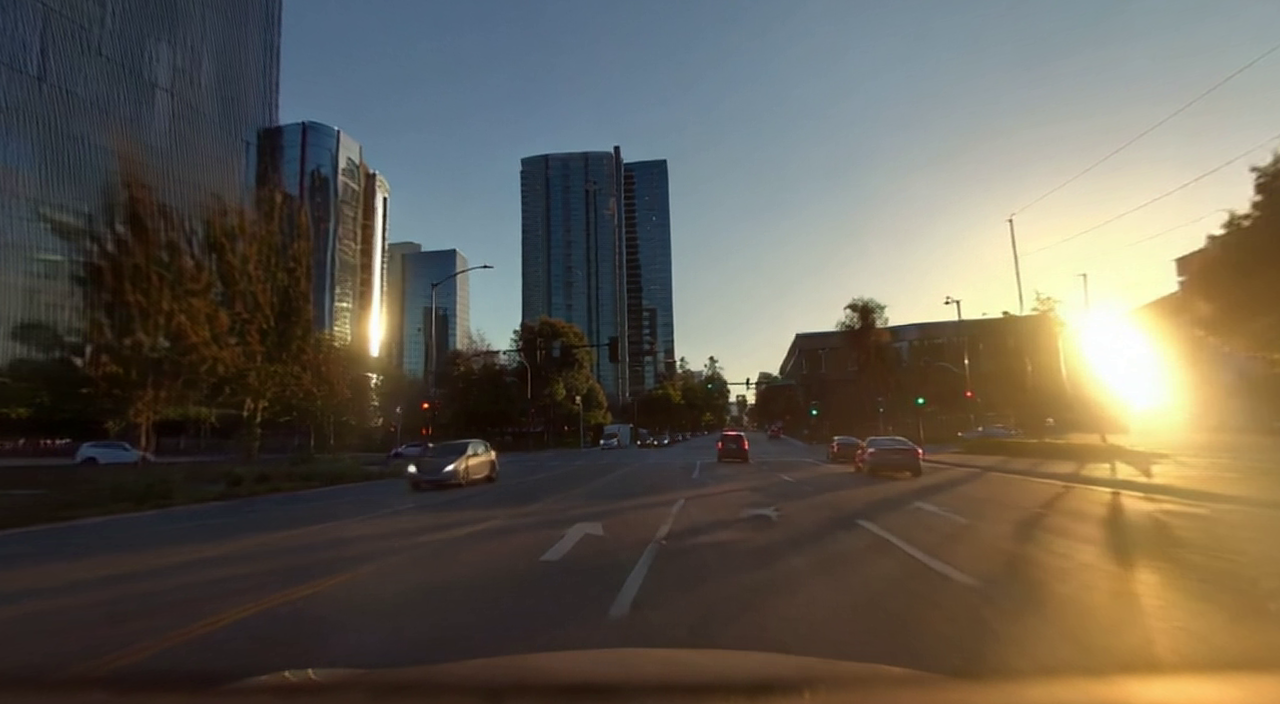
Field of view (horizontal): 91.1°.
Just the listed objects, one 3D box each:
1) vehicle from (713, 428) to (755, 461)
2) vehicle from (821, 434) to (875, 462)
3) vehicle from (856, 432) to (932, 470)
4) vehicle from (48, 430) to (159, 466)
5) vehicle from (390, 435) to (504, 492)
[{"bbox_3d":[5.461,5.482,37.106,2.203,1.801,4.331,-1,-9,5],"label":"vehicle"},{"bbox_3d":[11.654,5.388,35.403,1.860,1.460,4.379,-1,-9,5],"label":"vehicle"},{"bbox_3d":[10.837,4.262,27.134,1.896,1.463,4.296,-1,-9,6],"label":"vehicle"},{"bbox_3d":[-27.695,5.032,32.611,1.871,1.703,4.093,-2,-10,5],"label":"vehicle"},{"bbox_3d":[-6.241,3.639,20.857,2.016,1.677,4.147,-1,-9,7],"label":"vehicle"}]
